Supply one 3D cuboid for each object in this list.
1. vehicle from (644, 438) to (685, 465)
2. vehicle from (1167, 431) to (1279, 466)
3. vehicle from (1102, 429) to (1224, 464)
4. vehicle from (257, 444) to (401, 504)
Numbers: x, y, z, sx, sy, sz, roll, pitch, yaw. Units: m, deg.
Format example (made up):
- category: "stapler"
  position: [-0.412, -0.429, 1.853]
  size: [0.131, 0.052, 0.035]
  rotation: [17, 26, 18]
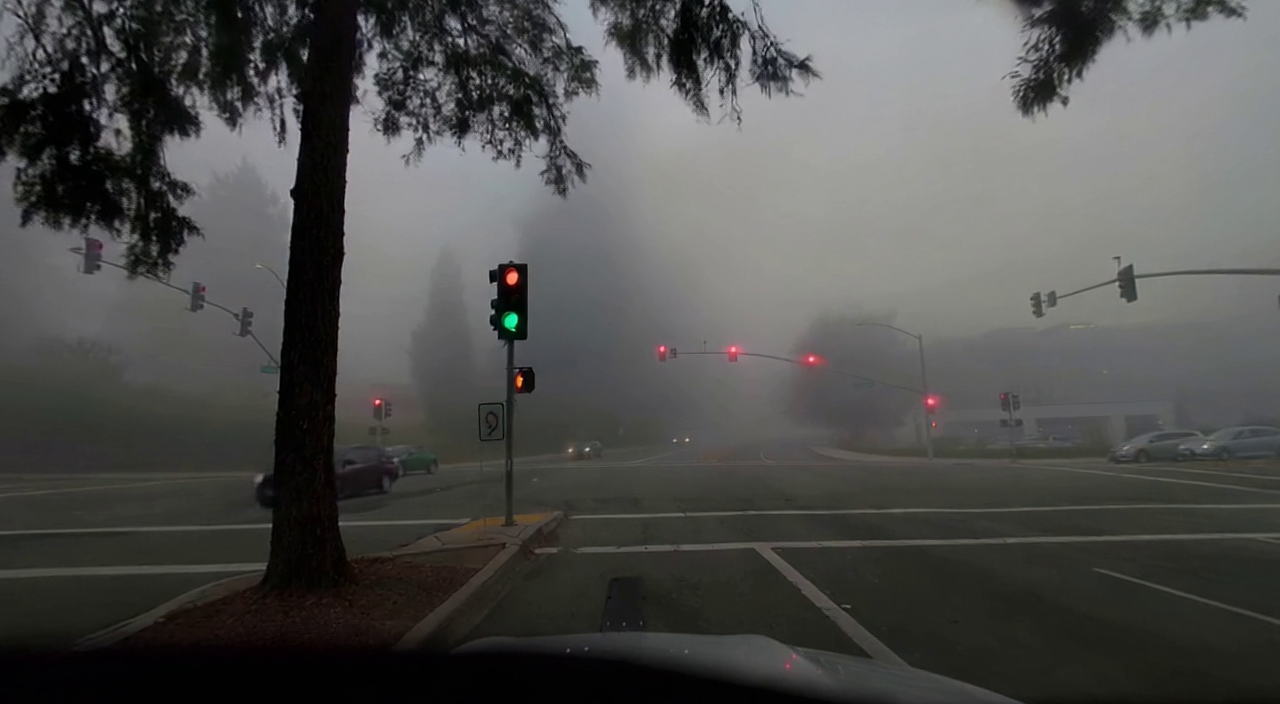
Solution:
- category: "vehicle"
  position: [1.751, 6.774, 43.253]
  size: [2.197, 1.739, 4.177]
  rotation: [-2, -8, 10]
- category: "vehicle"
  position: [26.299, 4.242, 27.881]
  size: [4.644, 1.470, 1.922]
  rotation: [1, -8, -10]
- category: "vehicle"
  position: [25.935, 4.681, 31.356]
  size: [4.441, 1.674, 2.035]
  rotation: [1, -8, -8]
- category: "vehicle"
  position: [-8.591, 3.351, 17.855]
  size: [1.877, 1.481, 3.853]
  rotation: [-1, -8, 5]
